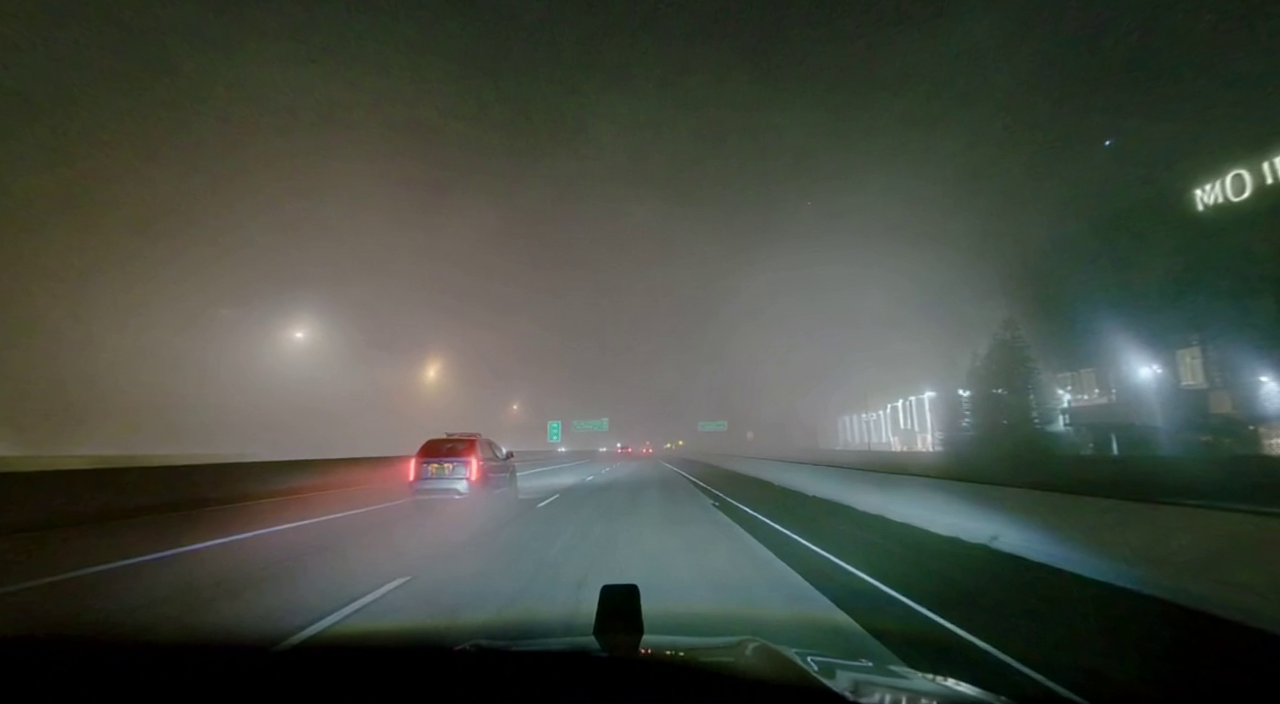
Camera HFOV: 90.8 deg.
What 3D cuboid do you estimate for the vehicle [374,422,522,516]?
[{"bbox_3d":[-4.124,2.590,14.426,2.047,1.786,4.217,0,-8,0],"label":"vehicle"}]
